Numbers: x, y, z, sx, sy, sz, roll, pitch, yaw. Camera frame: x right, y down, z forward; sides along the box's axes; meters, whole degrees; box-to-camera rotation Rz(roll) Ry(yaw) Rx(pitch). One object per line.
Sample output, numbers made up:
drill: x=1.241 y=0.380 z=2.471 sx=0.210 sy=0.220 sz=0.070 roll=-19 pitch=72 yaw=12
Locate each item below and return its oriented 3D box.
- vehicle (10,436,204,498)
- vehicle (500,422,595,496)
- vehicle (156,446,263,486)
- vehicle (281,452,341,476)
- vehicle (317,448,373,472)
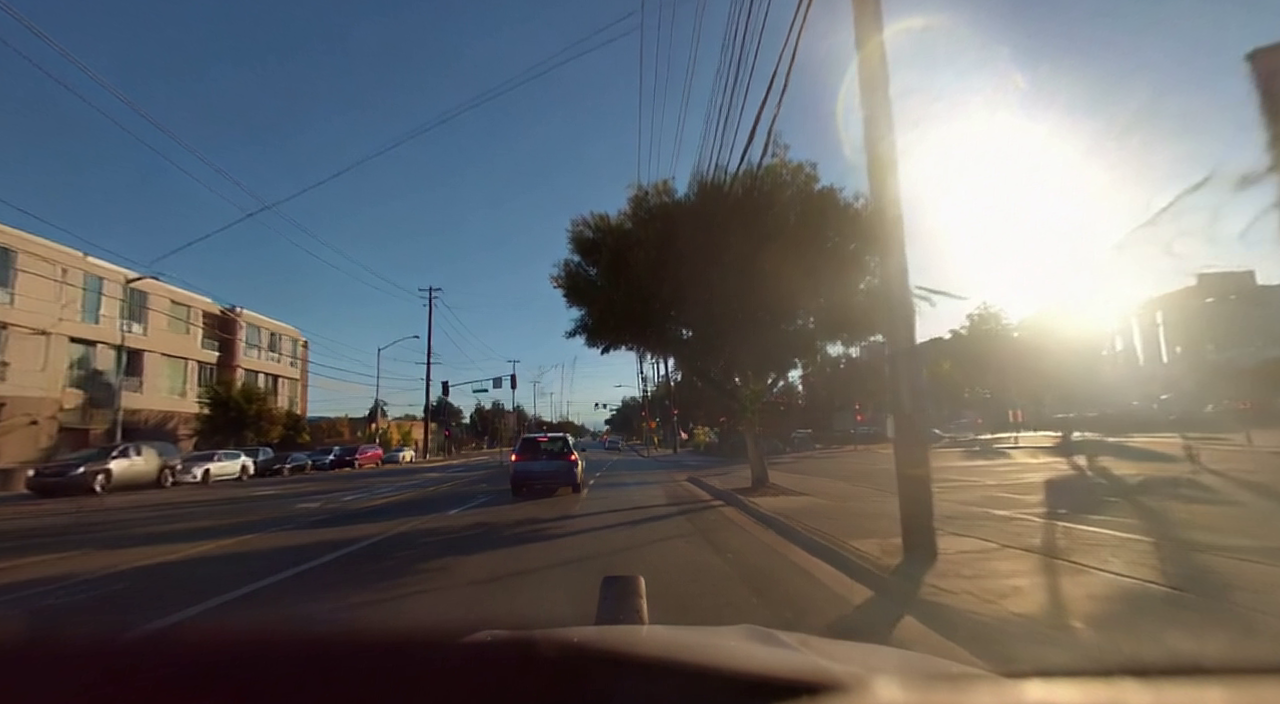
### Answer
vehicle: x=-20.980 y=4.528 z=25.458 sx=2.369 sy=2.159 sz=6.388 roll=0 pitch=-9 yaw=-2
vehicle: x=-2.347 y=2.854 z=17.135 sx=2.022 sy=1.757 sz=4.041 roll=0 pitch=-9 yaw=-1
vehicle: x=-21.063 y=5.549 z=31.202 sx=2.015 sy=1.815 sz=4.856 roll=0 pitch=-9 yaw=-3
vehicle: x=-21.639 y=7.384 z=41.799 sx=1.790 sy=1.415 sz=4.450 roll=0 pitch=-9 yaw=-3
vehicle: x=-21.689 y=7.905 z=46.595 sx=1.989 sy=1.689 sz=4.388 roll=0 pitch=-9 yaw=0
